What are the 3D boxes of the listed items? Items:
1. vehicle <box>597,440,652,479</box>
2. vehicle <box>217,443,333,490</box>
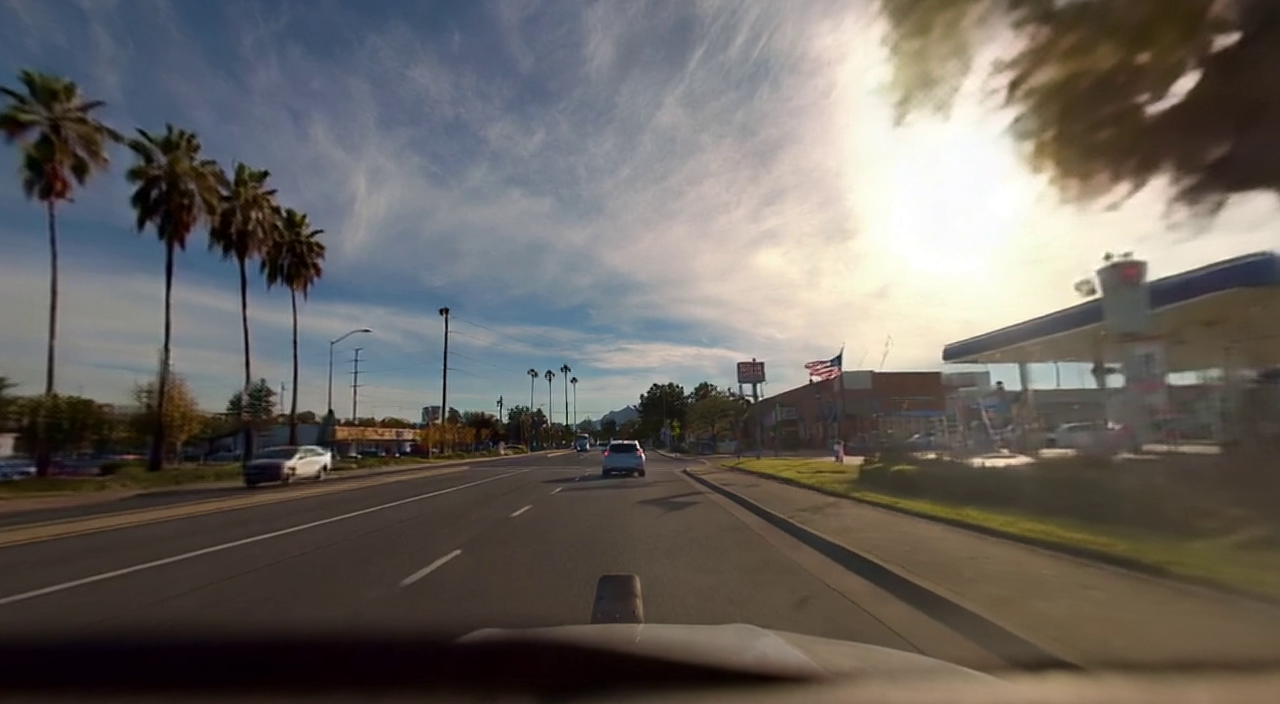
[{"bbox_3d":[-0.613,4.395,26.128,2.076,1.486,4.119,0,-8,-1],"label":"vehicle"},{"bbox_3d":[-14.558,4.546,25.564,2.026,1.722,4.463,0,-8,-1],"label":"vehicle"}]
